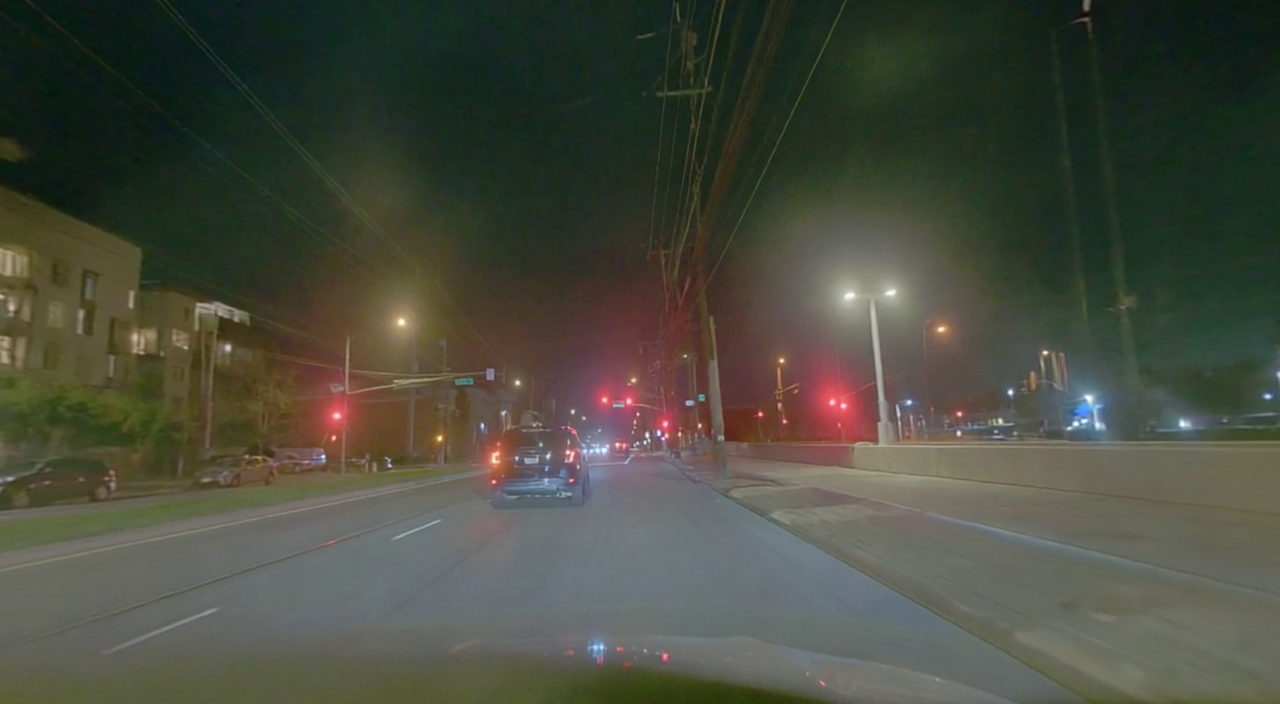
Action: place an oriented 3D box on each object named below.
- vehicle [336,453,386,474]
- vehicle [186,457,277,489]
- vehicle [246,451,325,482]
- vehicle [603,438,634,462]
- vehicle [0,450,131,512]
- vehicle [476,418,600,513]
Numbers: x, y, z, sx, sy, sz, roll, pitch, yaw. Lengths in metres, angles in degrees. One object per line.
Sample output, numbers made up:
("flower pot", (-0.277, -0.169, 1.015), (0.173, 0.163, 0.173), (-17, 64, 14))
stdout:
("vehicle", (-20.766, 8.290, 47.208), (1.826, 1.430, 4.426), (0, -9, -1))
("vehicle", (-20.642, 6.118, 32.163), (1.790, 1.415, 4.450), (0, -9, -2))
("vehicle", (-20.622, 6.635, 36.952), (1.989, 1.689, 4.388), (0, -9, 1))
("vehicle", (-1.528, 7.151, 46.058), (2.144, 1.681, 3.855), (0, -9, -1))
("vehicle", (-20.340, 4.267, 21.516), (2.015, 1.815, 4.856), (0, -9, -2))
("vehicle", (-2.026, 2.425, 13.847), (2.022, 1.757, 4.041), (0, -9, 0))
